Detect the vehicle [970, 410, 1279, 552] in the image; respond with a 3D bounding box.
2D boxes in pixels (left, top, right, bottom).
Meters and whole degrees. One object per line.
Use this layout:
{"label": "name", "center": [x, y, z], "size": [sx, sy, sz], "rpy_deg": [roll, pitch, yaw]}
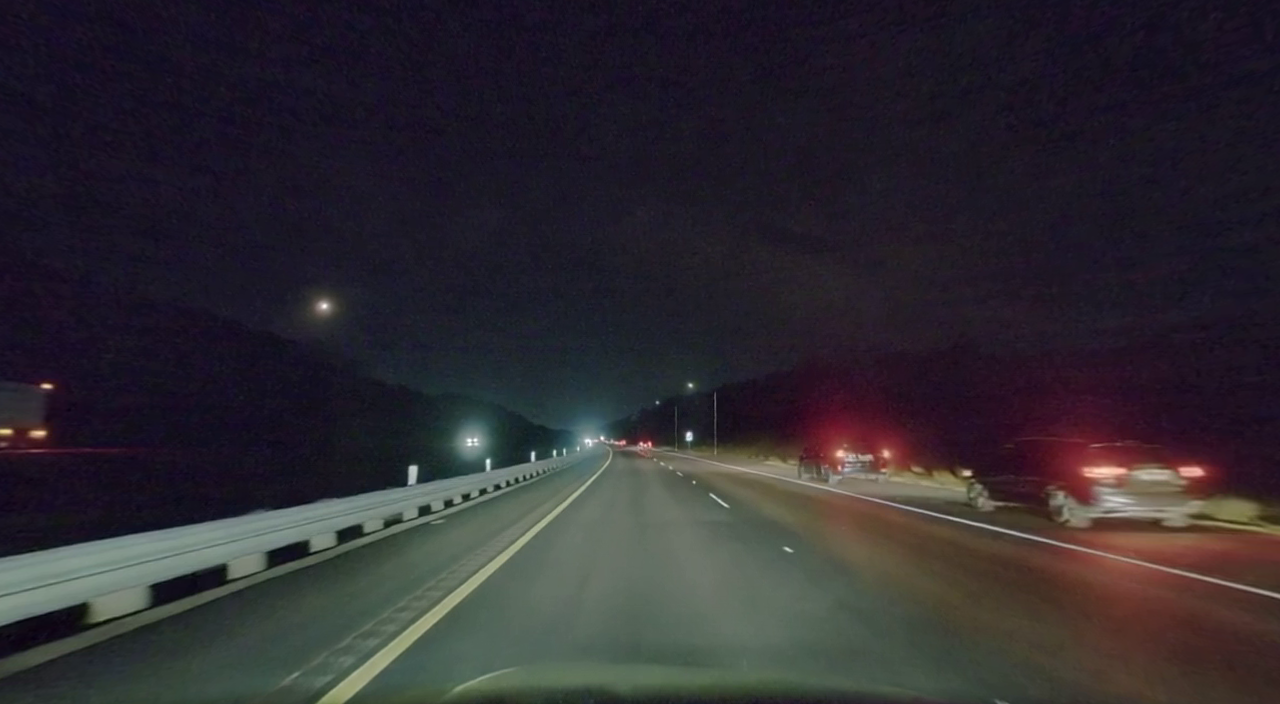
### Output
{"label": "vehicle", "center": [7.700, 1.880, 9.927], "size": [2.025, 1.649, 5.075], "rpy_deg": [0, -8, -2]}
